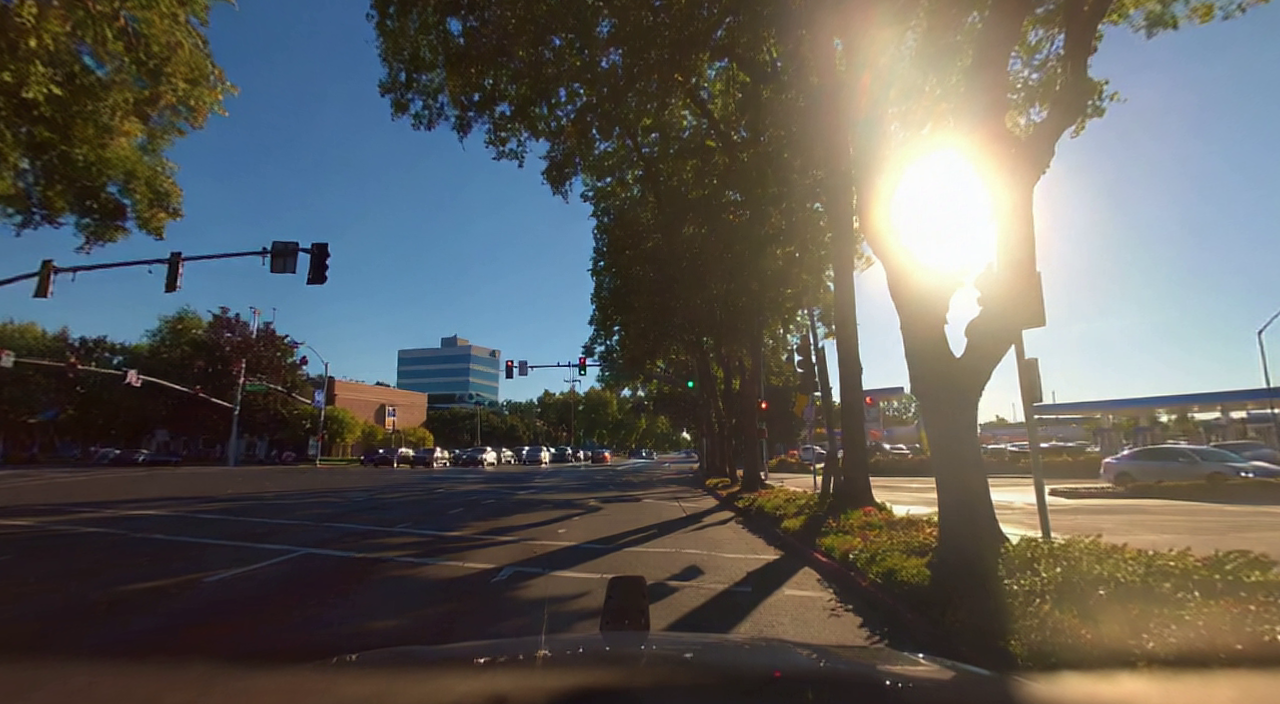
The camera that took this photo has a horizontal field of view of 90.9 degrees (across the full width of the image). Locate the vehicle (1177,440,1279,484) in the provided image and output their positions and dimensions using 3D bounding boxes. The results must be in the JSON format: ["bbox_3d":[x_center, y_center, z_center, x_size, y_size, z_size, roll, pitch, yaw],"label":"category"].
[{"bbox_3d":[22.088,3.782,21.835,4.716,1.455,2.060,-3,-9,17],"label":"vehicle"}]
